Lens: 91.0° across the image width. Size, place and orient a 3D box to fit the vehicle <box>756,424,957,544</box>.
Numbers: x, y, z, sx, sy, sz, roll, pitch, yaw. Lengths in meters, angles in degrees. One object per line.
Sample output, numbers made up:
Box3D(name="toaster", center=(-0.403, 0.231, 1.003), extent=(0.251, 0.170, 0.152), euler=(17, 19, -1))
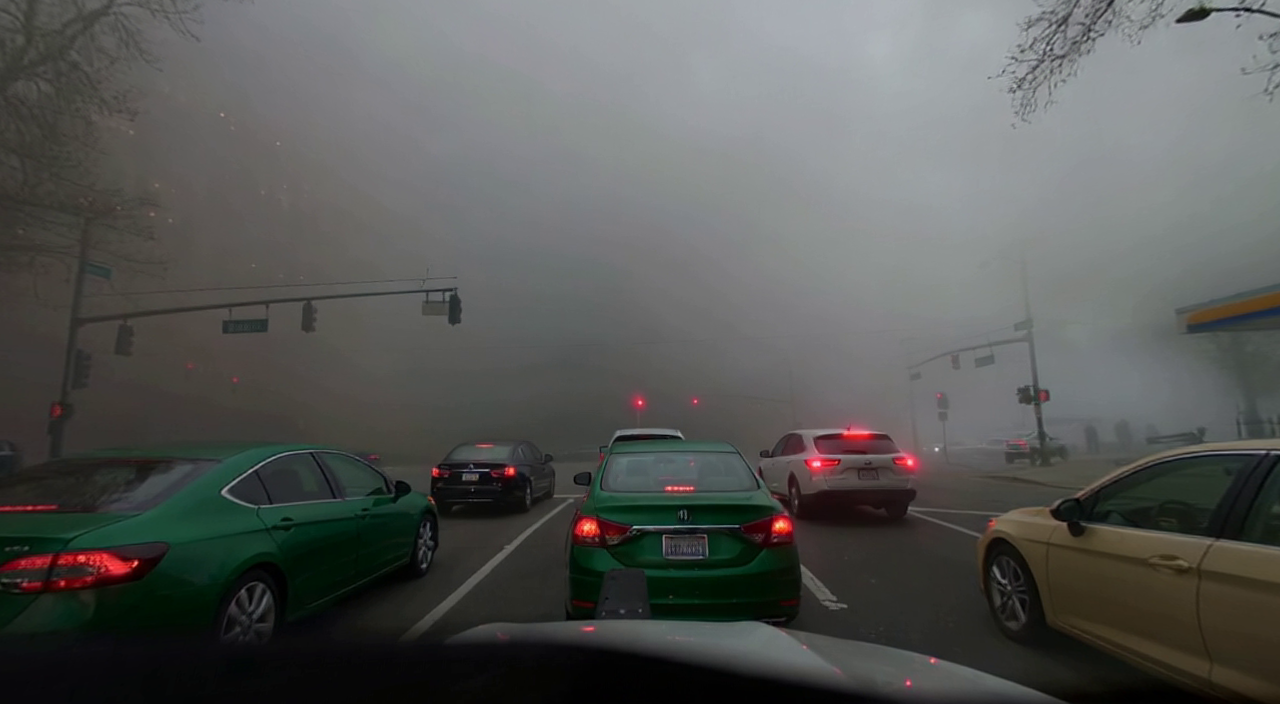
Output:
Box3D(name="vehicle", center=(3.373, 2.128, 10.797), extent=(1.947, 1.630, 4.127), euler=(0, -9, 0))

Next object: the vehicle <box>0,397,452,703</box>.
Box3D(name="vehicle", center=(-3.011, 1.248, 4.625), extent=(1.887, 1.493, 4.255), euler=(0, -9, 1))

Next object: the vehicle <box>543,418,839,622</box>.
Box3D(name="vehicle", center=(0.326, 1.585, 6.950), extent=(2.220, 1.507, 4.317), euler=(0, -9, -2))

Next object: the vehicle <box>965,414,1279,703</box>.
Box3D(name="vehicle", center=(4.176, 1.135, 3.614), extent=(1.950, 1.497, 4.686), euler=(0, -9, -3))

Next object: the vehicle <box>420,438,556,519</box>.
Box3D(name="vehicle", center=(-3.077, 2.645, 13.709), extent=(1.867, 1.474, 4.237), euler=(0, -9, 1))
